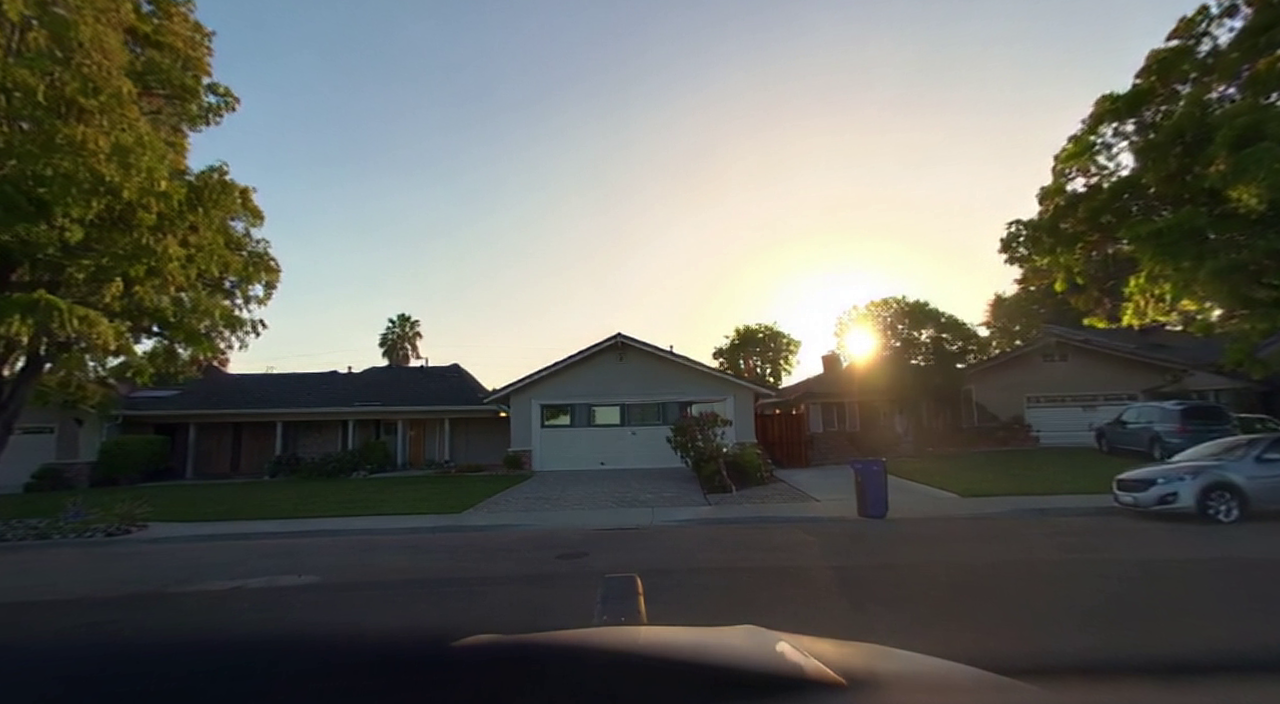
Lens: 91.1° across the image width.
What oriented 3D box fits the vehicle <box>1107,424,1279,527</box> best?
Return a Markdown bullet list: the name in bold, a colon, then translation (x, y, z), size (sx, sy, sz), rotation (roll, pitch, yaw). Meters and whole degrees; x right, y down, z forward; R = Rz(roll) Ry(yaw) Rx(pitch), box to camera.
- **vehicle**: translation (11.253, 2.099, 10.942), size (4.658, 1.615, 1.894), rotation (0, -8, 0)
